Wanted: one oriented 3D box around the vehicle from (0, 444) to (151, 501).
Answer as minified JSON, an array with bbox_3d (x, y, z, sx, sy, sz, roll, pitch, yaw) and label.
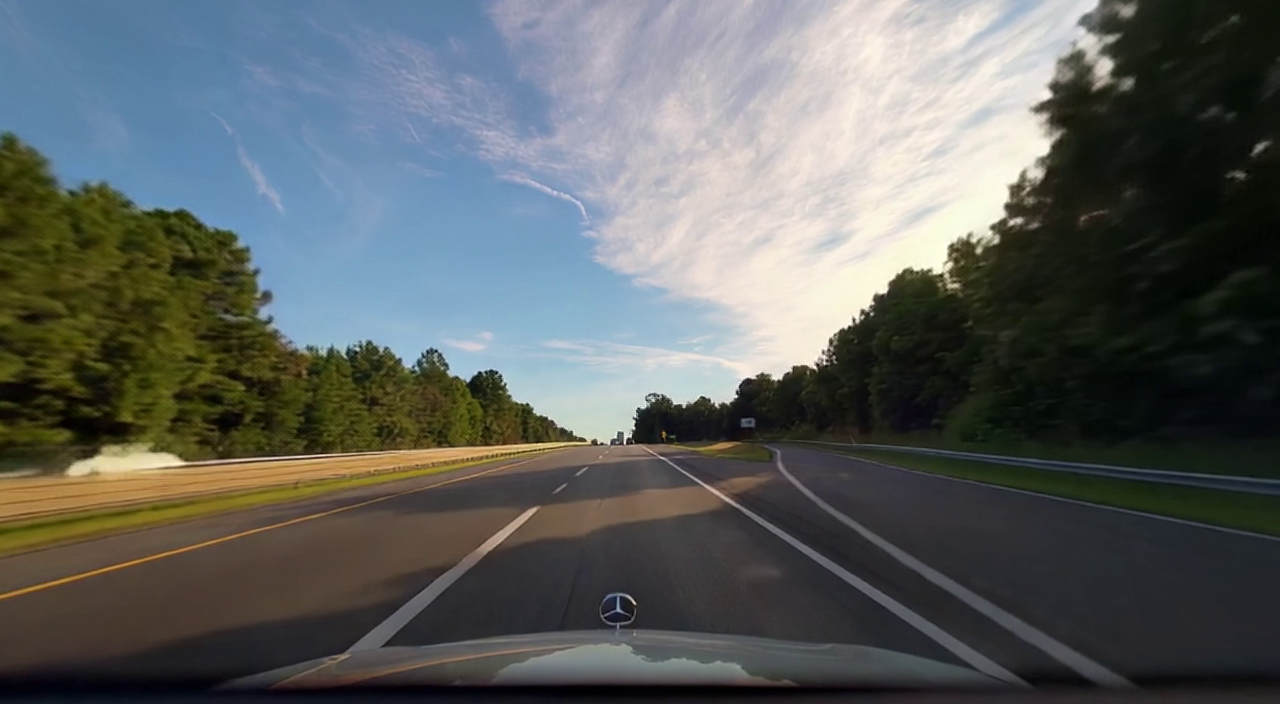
[{"bbox_3d":[-17.372,3.545,19.058,1.821,1.478,4.213,0,-8,-1],"label":"vehicle"}]
